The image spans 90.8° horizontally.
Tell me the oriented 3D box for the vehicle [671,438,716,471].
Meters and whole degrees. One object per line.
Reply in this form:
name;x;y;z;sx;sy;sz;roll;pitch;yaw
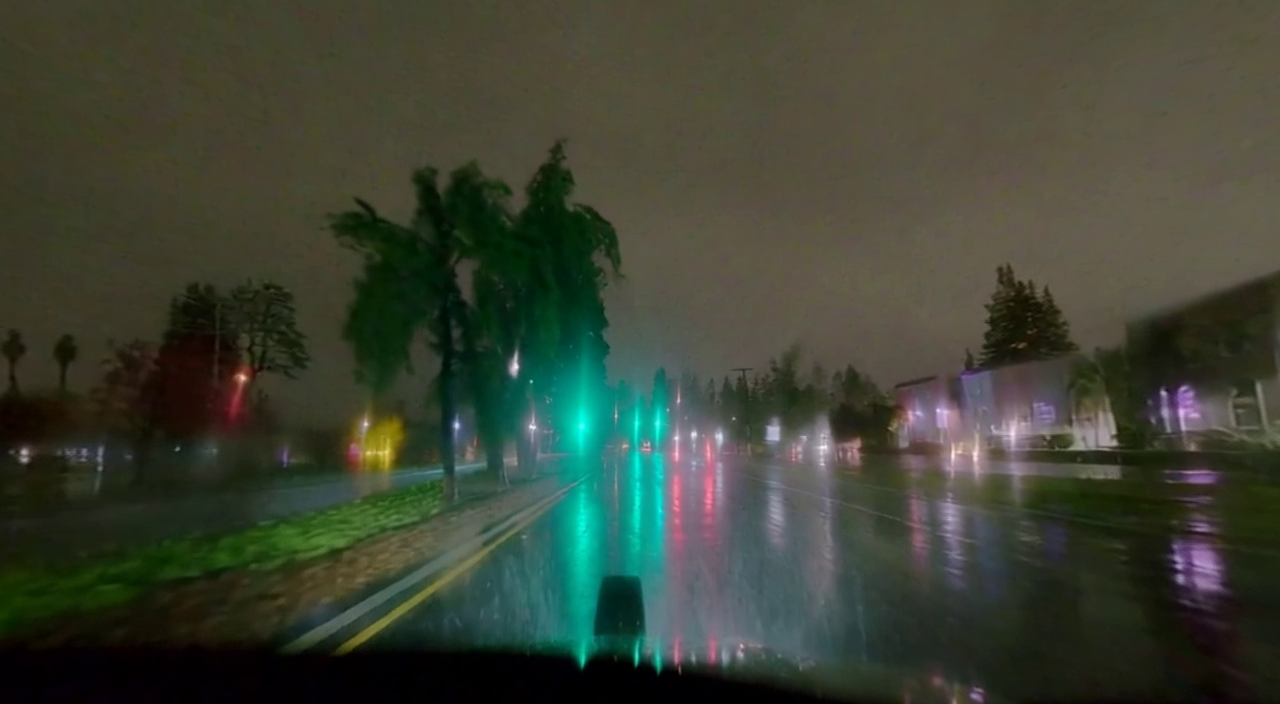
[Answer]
vehicle;3.122;6.131;38.090;2.085;1.828;5.383;0;-8;-1
